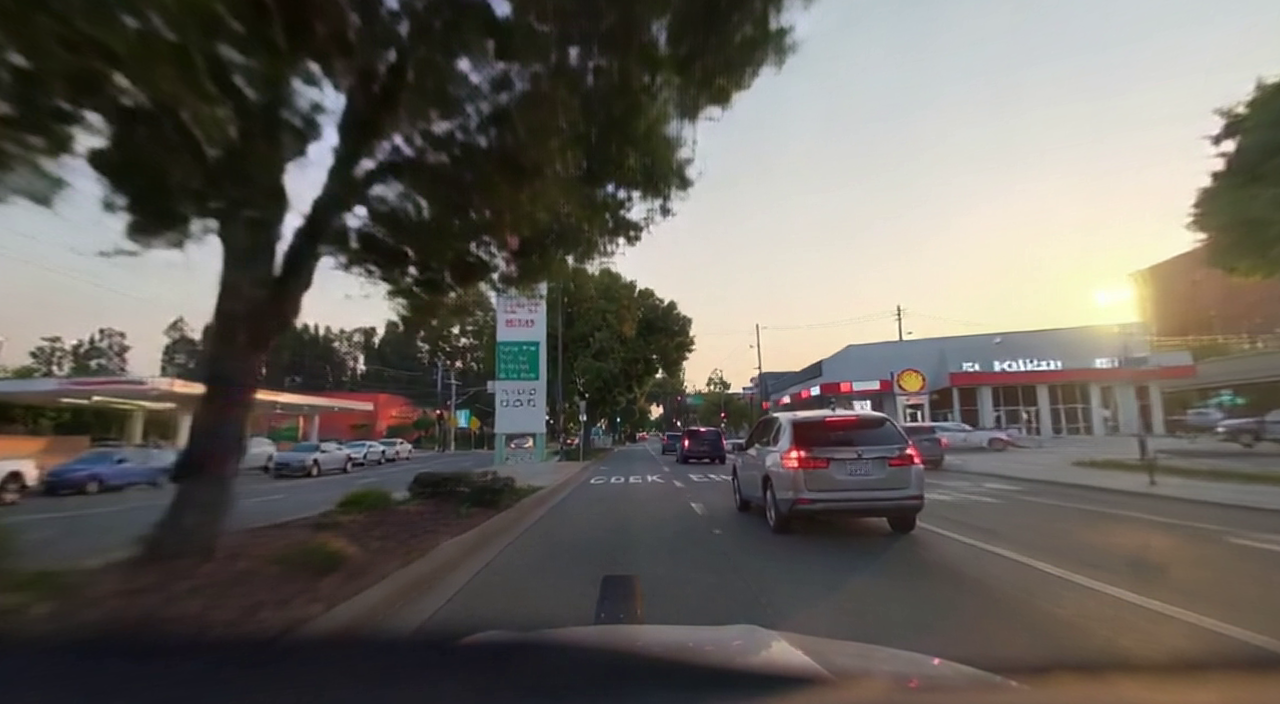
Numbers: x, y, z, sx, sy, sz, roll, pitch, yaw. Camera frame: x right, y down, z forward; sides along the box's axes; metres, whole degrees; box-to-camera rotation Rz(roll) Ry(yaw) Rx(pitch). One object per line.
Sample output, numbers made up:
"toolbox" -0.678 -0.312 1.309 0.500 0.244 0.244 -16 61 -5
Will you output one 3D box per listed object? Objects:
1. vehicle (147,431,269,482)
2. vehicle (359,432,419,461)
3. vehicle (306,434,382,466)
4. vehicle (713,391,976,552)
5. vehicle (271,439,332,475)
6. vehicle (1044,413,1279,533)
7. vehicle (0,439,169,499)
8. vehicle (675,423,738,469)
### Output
"vehicle" -17.975 4.350 26.537 1.930 1.935 4.567 0 -8 -1
"vehicle" -17.888 6.764 45.211 2.263 1.887 5.170 0 -8 -1
"vehicle" -18.039 5.986 38.644 2.129 1.843 5.067 -1 -8 1
"vehicle" 2.507 1.637 9.306 2.183 1.720 4.842 0 -8 -1
"vehicle" -16.057 4.932 29.868 2.290 1.519 4.860 4 -9 -28
"vehicle" 9.723 1.965 10.850 2.177 1.593 5.027 0 -8 0
"vehicle" -18.077 3.702 20.447 1.881 1.679 4.598 -1 -8 2
"vehicle" 2.558 3.750 25.246 1.999 1.679 4.217 0 -8 -1
